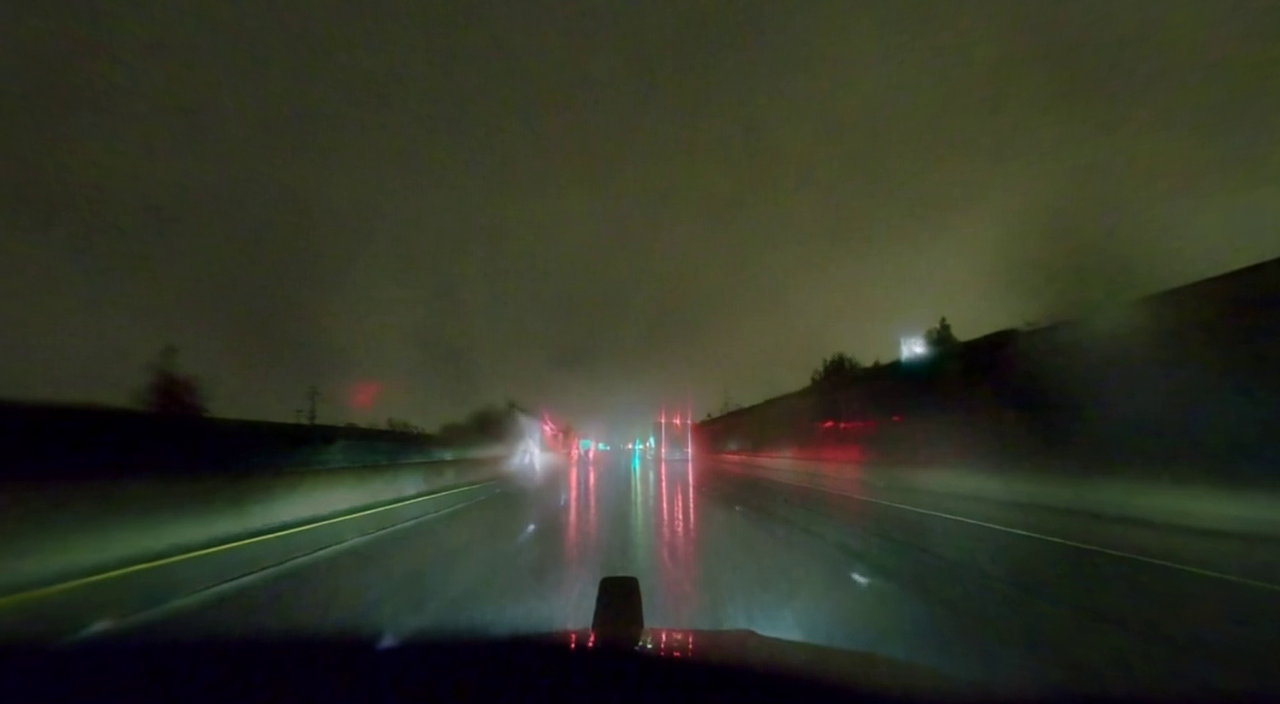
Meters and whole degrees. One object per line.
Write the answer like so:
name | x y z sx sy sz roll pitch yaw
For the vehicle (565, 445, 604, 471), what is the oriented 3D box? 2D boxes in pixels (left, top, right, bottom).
vehicle | -3.404 6.630 39.395 2.100 1.525 4.179 0 -9 -1
